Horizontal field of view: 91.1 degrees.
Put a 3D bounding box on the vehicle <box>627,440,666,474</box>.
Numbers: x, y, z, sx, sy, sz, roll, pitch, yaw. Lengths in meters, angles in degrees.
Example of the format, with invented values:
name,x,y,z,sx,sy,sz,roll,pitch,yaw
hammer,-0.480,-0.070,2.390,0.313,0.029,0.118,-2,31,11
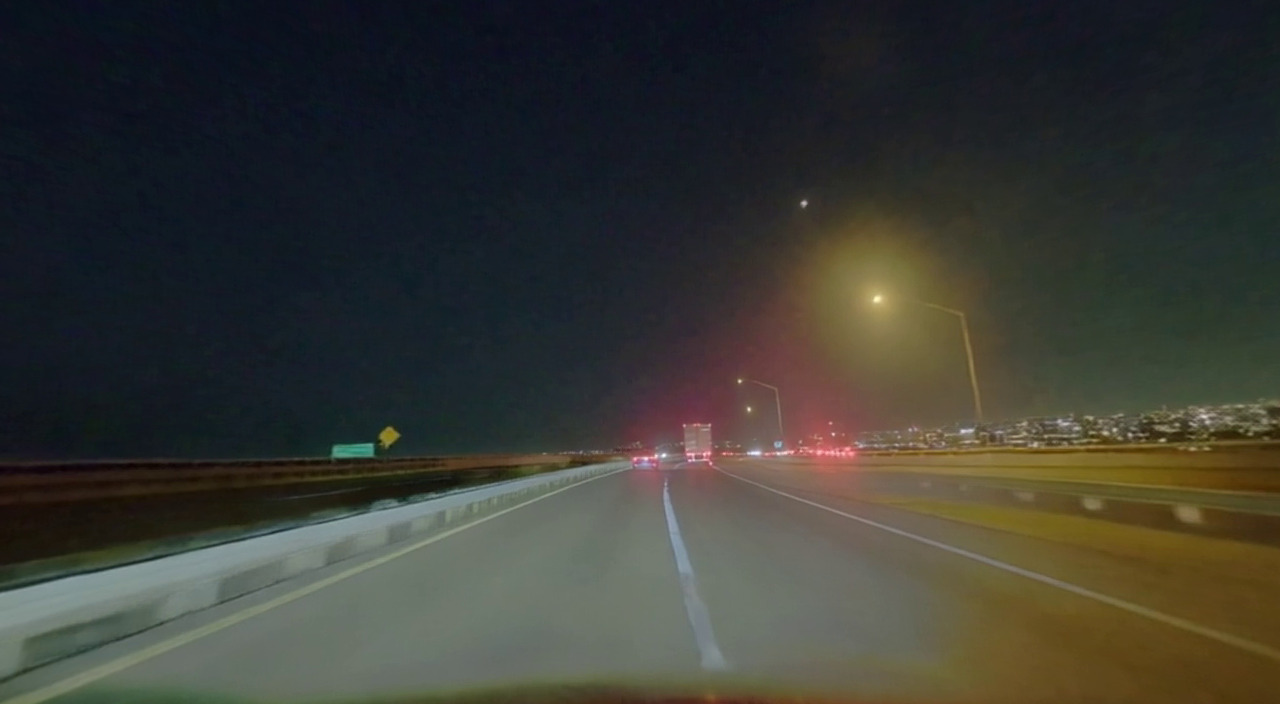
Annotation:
name,x,y,z,sx,sy,sz,roll,pitch,yaw
vehicle,0.505,6.866,41.192,2.271,2.049,4.894,-1,-9,4
